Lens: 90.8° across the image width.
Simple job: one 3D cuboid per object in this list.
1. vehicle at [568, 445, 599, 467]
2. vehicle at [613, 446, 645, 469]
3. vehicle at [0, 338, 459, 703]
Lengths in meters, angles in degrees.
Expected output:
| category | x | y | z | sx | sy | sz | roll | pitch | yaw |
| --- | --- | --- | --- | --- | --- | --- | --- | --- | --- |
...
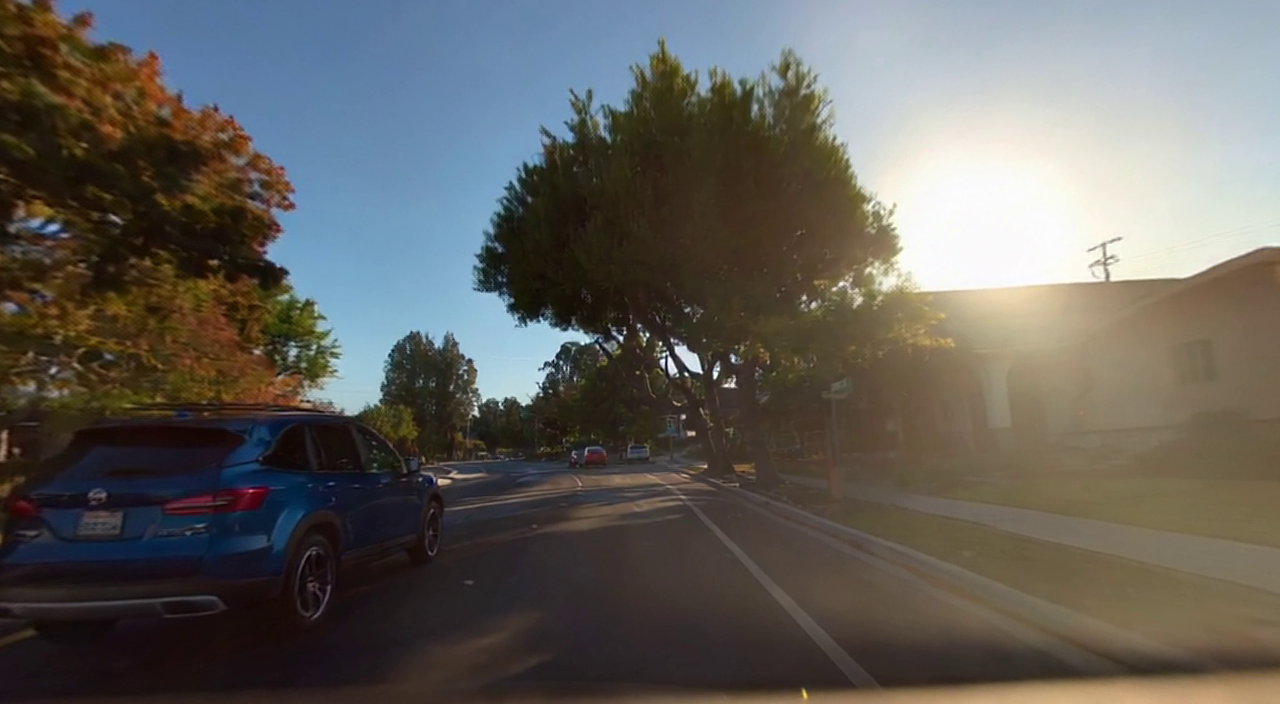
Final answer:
| category | x | y | z | sx | sy | sz | roll | pitch | yaw |
| --- | --- | --- | --- | --- | --- | --- | --- | --- | --- |
| vehicle | -4.390 | 8.165 | 49.810 | 2.002 | 1.688 | 4.084 | 0 | -8 | 1 |
| vehicle | -0.751 | 7.071 | 42.607 | 2.016 | 1.470 | 3.784 | 0 | -8 | -1 |
| vehicle | -3.615 | 1.300 | 5.788 | 2.276 | 1.960 | 5.561 | 0 | -8 | 0 |
